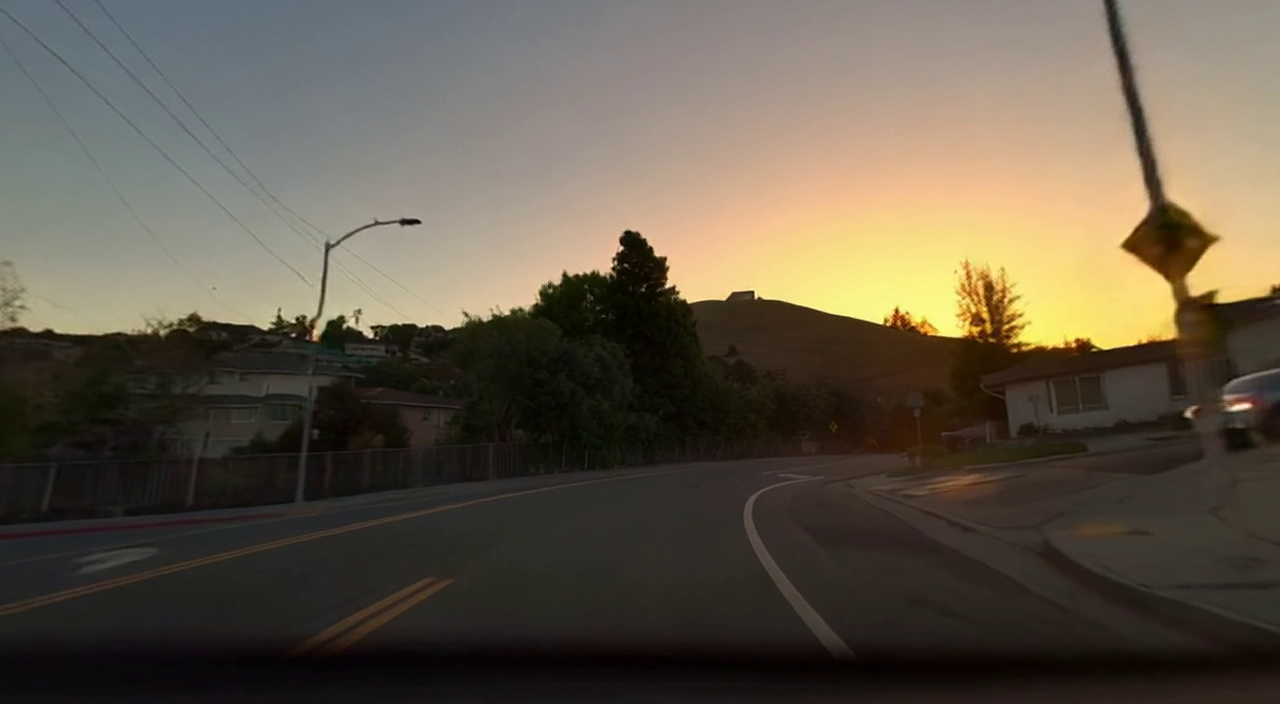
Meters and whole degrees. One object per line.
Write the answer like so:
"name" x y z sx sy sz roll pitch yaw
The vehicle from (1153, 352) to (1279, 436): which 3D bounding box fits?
"vehicle" 15.017 0.989 14.207 4.810 1.732 2.176 -1 -8 6
